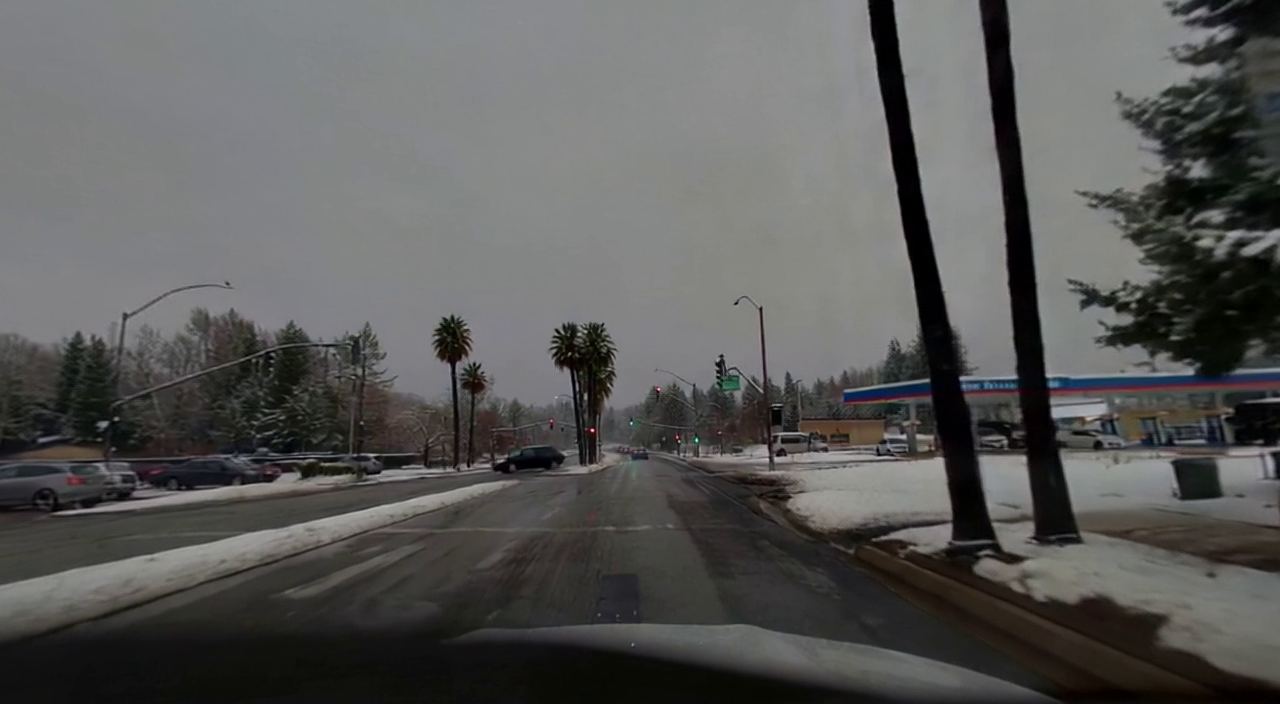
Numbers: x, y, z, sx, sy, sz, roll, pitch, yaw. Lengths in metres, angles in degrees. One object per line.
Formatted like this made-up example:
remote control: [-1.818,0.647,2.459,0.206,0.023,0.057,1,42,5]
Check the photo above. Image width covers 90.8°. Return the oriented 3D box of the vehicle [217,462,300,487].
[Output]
vehicle: [-25.595,8.221,42.450,4.407,1.565,1.861,0,-9,3]

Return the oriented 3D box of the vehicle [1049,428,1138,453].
vehicle: [30.357,5.956,42.341,4.286,1.519,2.070,-2,-9,0]

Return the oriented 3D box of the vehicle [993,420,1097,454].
vehicle: [30.570,6.429,47.805,6.052,2.171,2.511,-3,-8,-2]

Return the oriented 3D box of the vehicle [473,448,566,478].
vehicle: [-6.568,6.065,34.907,1.920,1.496,4.763,-8,-12,43]

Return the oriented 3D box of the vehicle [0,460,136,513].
vehicle: [-19.348,4.235,20.156,4.758,1.542,1.941,0,-9,-2]
